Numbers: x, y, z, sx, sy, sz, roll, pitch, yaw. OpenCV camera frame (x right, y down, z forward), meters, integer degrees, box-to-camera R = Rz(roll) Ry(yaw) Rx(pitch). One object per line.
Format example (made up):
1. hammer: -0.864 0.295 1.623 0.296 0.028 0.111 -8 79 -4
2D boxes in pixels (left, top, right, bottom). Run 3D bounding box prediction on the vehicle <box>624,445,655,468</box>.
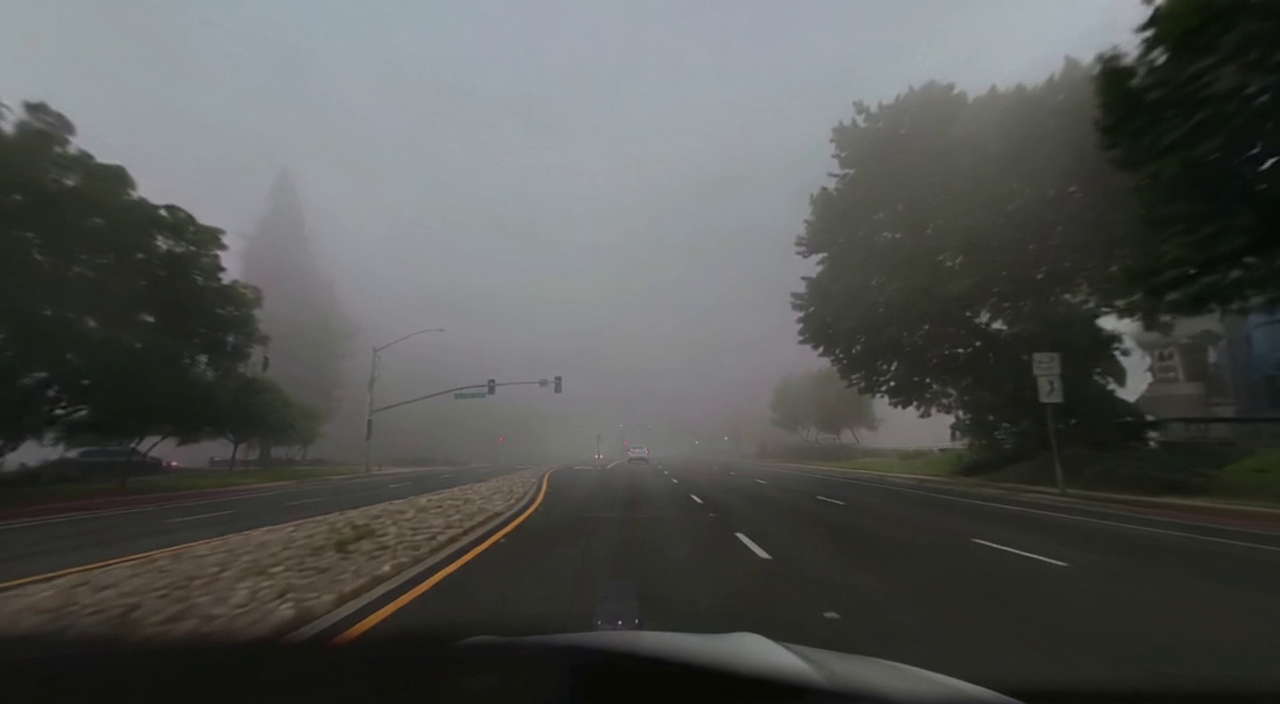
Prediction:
1. vehicle: -0.029 7.373 44.552 2.064 1.477 3.968 -1 -9 1
